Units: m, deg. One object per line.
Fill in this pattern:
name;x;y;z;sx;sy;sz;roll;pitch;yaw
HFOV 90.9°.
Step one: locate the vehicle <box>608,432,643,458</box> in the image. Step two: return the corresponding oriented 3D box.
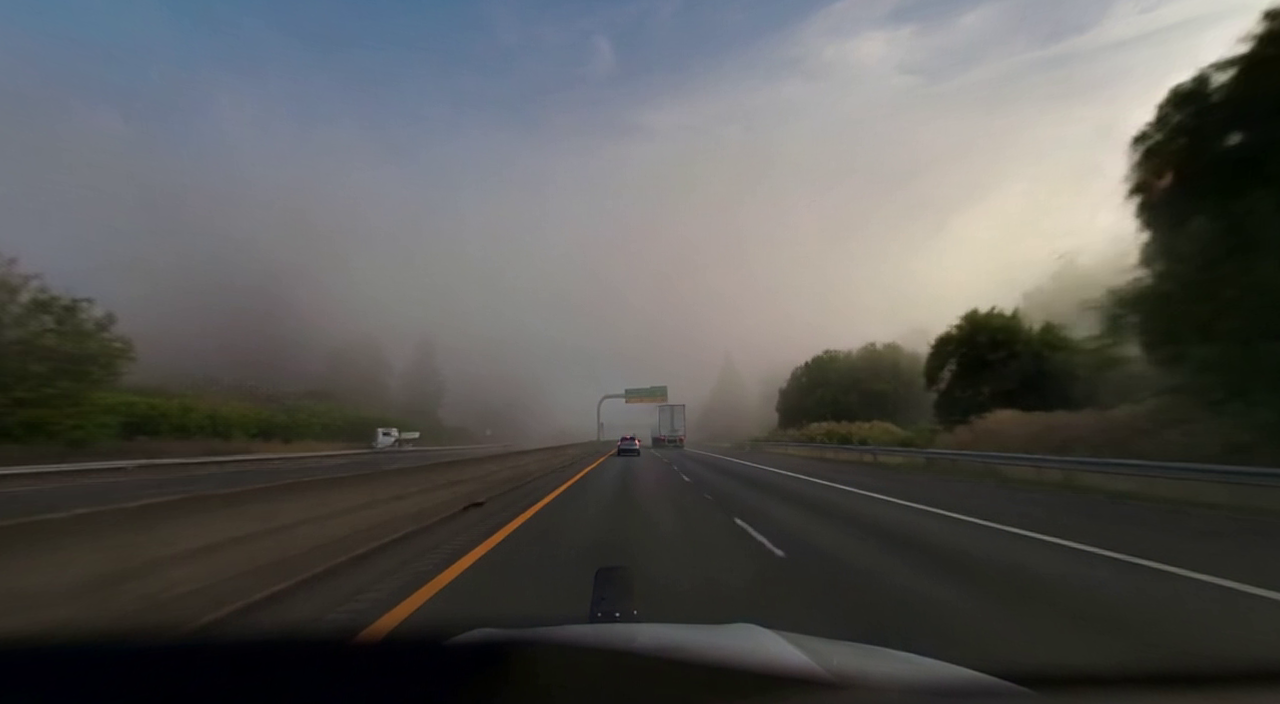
vehicle;-0.874;5.867;39.778;2.095;1.557;3.963;0;-8;-1
